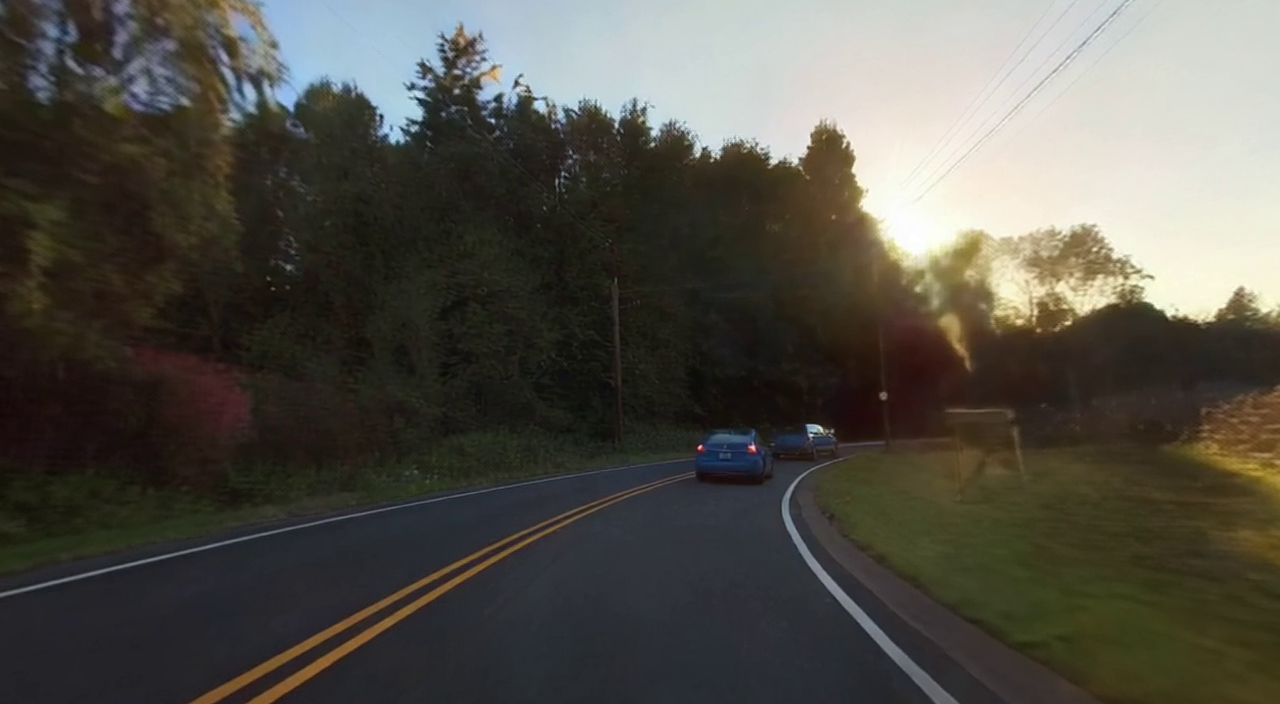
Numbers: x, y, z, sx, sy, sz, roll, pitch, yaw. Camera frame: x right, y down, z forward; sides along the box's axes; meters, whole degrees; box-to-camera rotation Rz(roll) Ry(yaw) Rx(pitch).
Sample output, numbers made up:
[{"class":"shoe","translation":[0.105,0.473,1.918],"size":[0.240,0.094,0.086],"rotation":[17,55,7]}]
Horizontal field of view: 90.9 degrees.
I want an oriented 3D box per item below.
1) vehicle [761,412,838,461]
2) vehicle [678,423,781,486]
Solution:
[{"class":"vehicle","translation":[8.038,4.221,31.259],"size":[2.376,2.145,5.953],"rotation":[-4,-9,27]},{"class":"vehicle","translation":[2.707,2.921,18.257],"size":[2.157,1.565,4.243],"rotation":[-3,-9,19]}]
